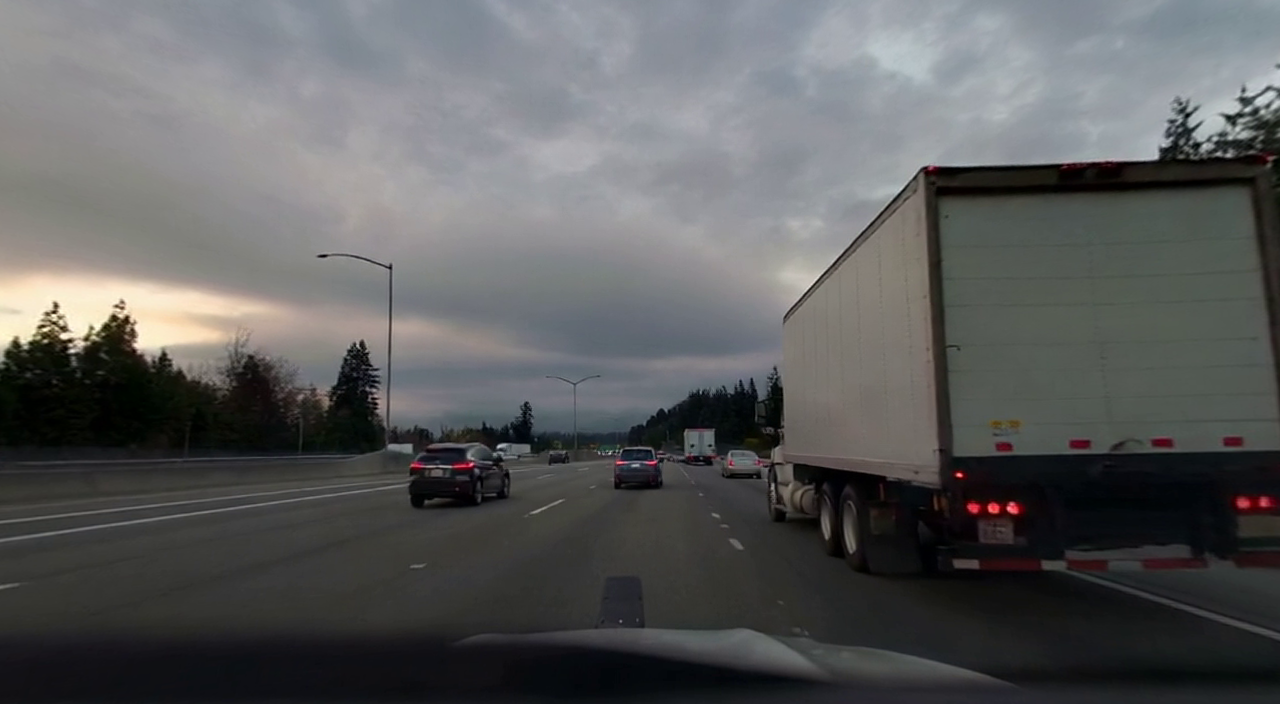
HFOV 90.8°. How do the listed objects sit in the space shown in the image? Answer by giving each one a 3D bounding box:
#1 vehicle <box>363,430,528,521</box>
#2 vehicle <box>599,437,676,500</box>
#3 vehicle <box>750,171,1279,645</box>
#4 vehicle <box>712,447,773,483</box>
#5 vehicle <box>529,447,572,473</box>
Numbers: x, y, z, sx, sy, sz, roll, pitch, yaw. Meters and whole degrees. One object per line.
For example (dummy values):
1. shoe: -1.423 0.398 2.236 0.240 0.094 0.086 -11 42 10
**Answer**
1. vehicle: -4.110 2.684 14.378 1.988 1.696 4.754 0 -9 4
2. vehicle: 0.040 3.525 19.569 2.103 1.717 4.399 0 -9 3
3. vehicle: 3.715 0.965 9.007 2.836 3.508 8.723 0 -9 1
4. vehicle: 4.660 5.201 29.472 2.146 1.482 4.665 0 -8 1
5. vehicle: -5.910 7.133 42.130 1.958 1.633 4.568 0 -9 3
